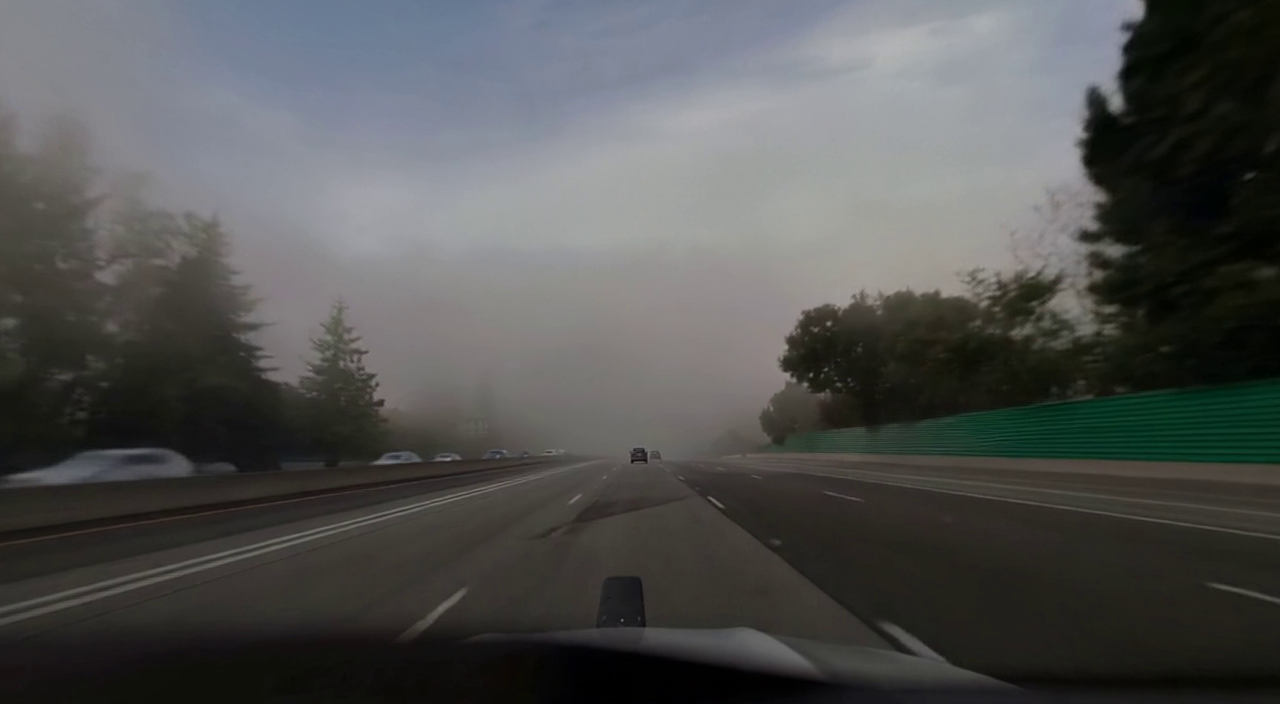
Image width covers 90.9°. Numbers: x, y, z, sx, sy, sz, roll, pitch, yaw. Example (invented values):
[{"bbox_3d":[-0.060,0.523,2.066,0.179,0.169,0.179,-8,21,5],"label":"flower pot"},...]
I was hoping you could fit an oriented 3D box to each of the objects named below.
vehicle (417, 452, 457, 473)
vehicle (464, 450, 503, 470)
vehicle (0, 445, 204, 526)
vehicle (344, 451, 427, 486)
[{"bbox_3d":[-15.990,8.676,49.753,1.812,1.528,3.947,0,-9,0],"label":"vehicle"},{"bbox_3d":[-11.791,8.159,47.771,1.852,1.455,4.006,0,-9,1],"label":"vehicle"},{"bbox_3d":[-12.072,2.853,13.990,1.863,1.492,4.026,0,-9,0],"label":"vehicle"},{"bbox_3d":[-11.232,5.153,28.127,1.902,1.426,4.345,0,-9,0],"label":"vehicle"}]
